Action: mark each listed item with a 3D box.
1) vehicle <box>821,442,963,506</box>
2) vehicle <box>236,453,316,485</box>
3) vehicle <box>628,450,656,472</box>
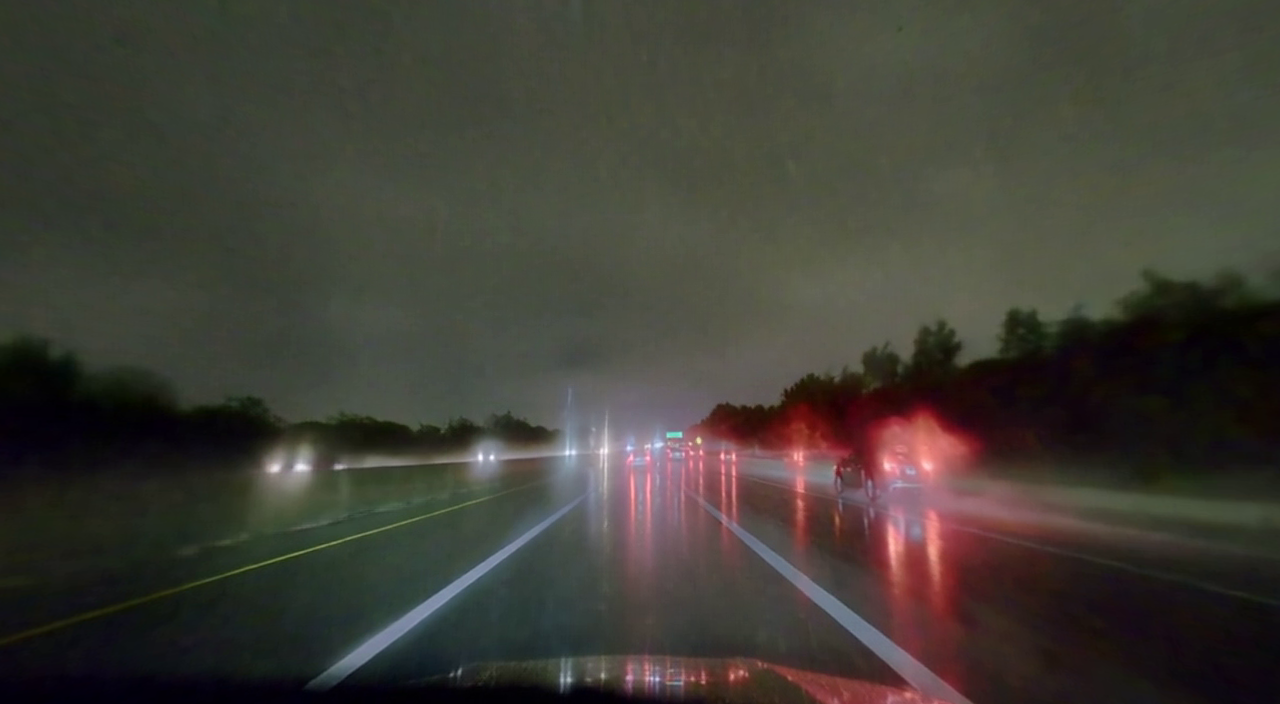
[{"bbox_3d":[6.812,3.341,17.603,2.008,1.533,4.592,0,-9,-1],"label":"vehicle"},{"bbox_3d":[-19.067,6.113,33.015,1.785,1.507,3.920,0,-9,1],"label":"vehicle"},{"bbox_3d":[0.179,7.989,46.273,2.025,1.526,4.181,0,-9,1],"label":"vehicle"}]
